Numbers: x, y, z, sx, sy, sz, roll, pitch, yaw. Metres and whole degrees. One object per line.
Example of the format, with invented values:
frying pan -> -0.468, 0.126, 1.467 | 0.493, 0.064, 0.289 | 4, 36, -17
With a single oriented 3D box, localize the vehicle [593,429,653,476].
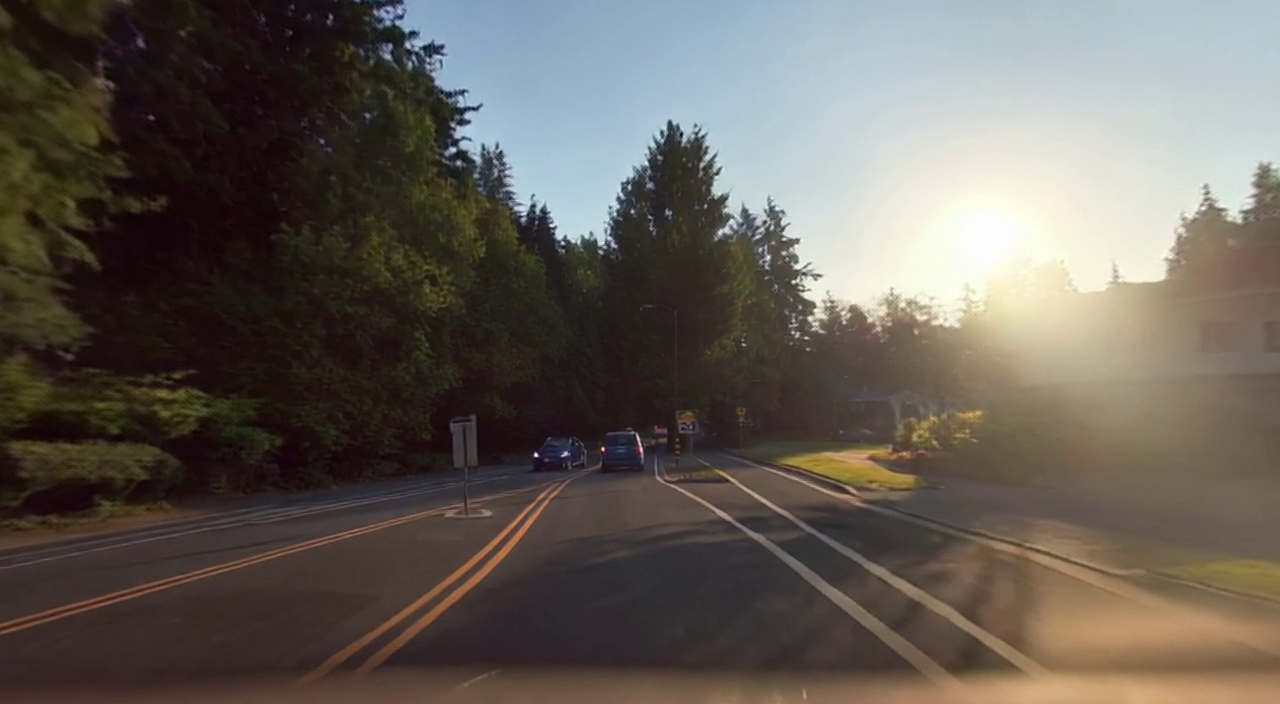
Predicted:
vehicle -> -0.590, 4.019, 25.422 | 2.216, 1.708, 4.110 | 0, -9, 1

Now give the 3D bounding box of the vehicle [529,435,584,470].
vehicle -> -4.204, 5.153, 32.589 | 2.087, 1.677, 4.467 | 0, -9, 2
